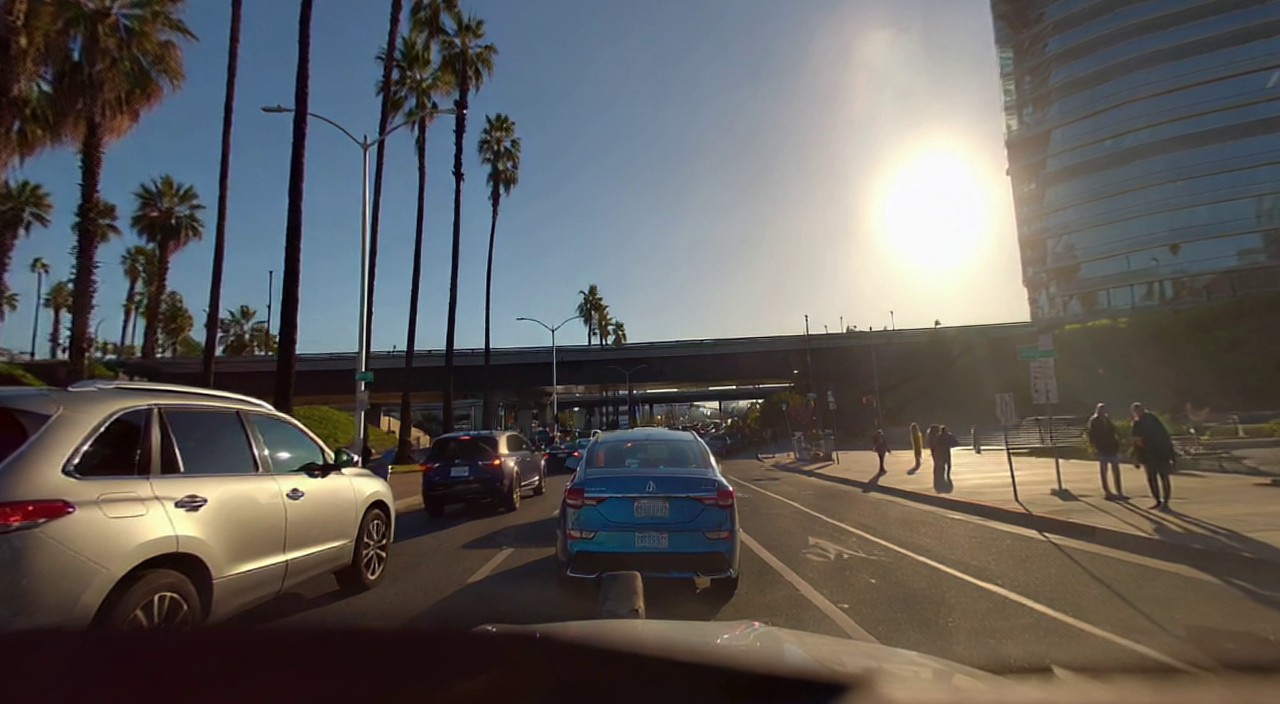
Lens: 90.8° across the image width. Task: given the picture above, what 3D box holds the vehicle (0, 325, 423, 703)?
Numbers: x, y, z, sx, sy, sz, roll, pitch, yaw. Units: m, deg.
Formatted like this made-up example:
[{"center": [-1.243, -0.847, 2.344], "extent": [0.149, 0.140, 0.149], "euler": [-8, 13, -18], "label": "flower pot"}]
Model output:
[{"center": [-3.261, 1.075, 4.200], "extent": [2.014, 1.740, 4.359], "euler": [0, -8, 1], "label": "vehicle"}]

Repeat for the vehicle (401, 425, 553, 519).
[{"center": [-3.174, 2.425, 13.244], "extent": [1.955, 1.637, 4.032], "euler": [0, -8, 2], "label": "vehicle"}]

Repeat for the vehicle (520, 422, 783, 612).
[{"center": [0.072, 1.589, 7.036], "extent": [2.036, 1.461, 4.129], "euler": [0, -8, -1], "label": "vehicle"}]
